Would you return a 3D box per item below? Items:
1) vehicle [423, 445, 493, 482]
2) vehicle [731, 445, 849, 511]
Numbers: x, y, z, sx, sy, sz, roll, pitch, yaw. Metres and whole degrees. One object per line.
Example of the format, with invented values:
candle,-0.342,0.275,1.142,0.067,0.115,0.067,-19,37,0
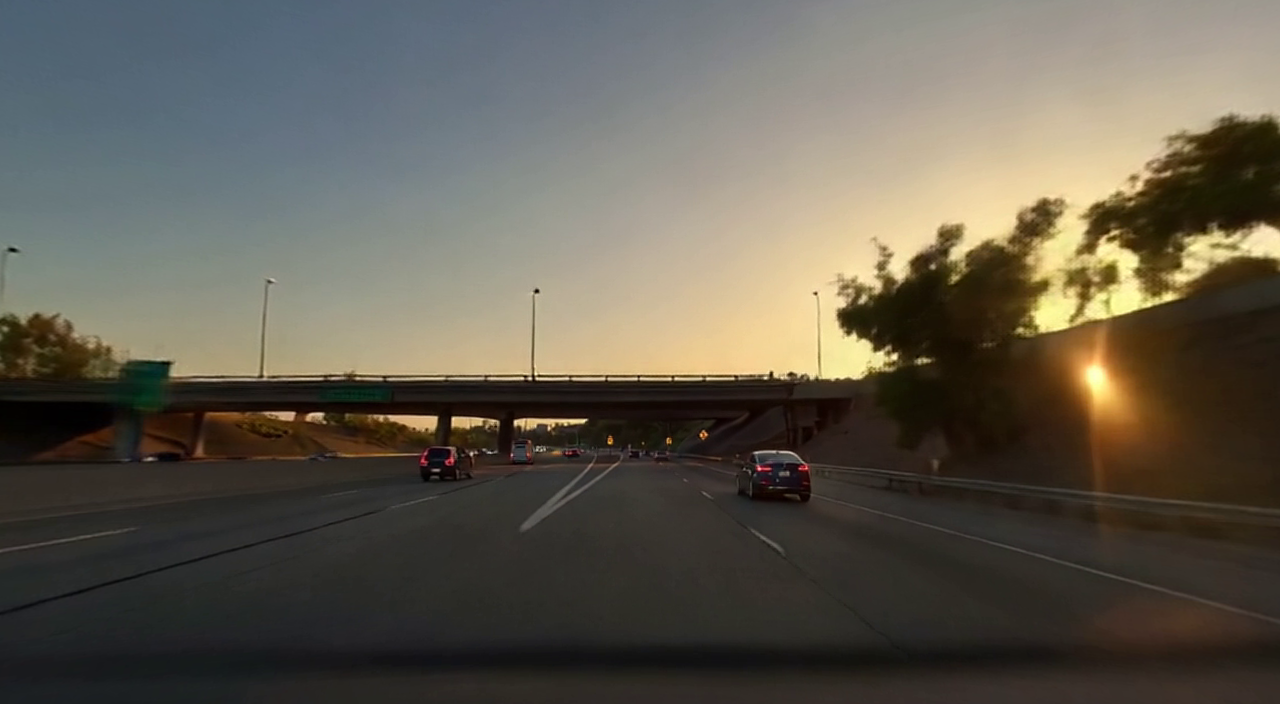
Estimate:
vehicle,-8.417,5.178,29.585,2.072,1.545,4.687,1,-9,-3
vehicle,3.860,3.314,17.073,2.079,1.535,4.316,0,-9,-1
